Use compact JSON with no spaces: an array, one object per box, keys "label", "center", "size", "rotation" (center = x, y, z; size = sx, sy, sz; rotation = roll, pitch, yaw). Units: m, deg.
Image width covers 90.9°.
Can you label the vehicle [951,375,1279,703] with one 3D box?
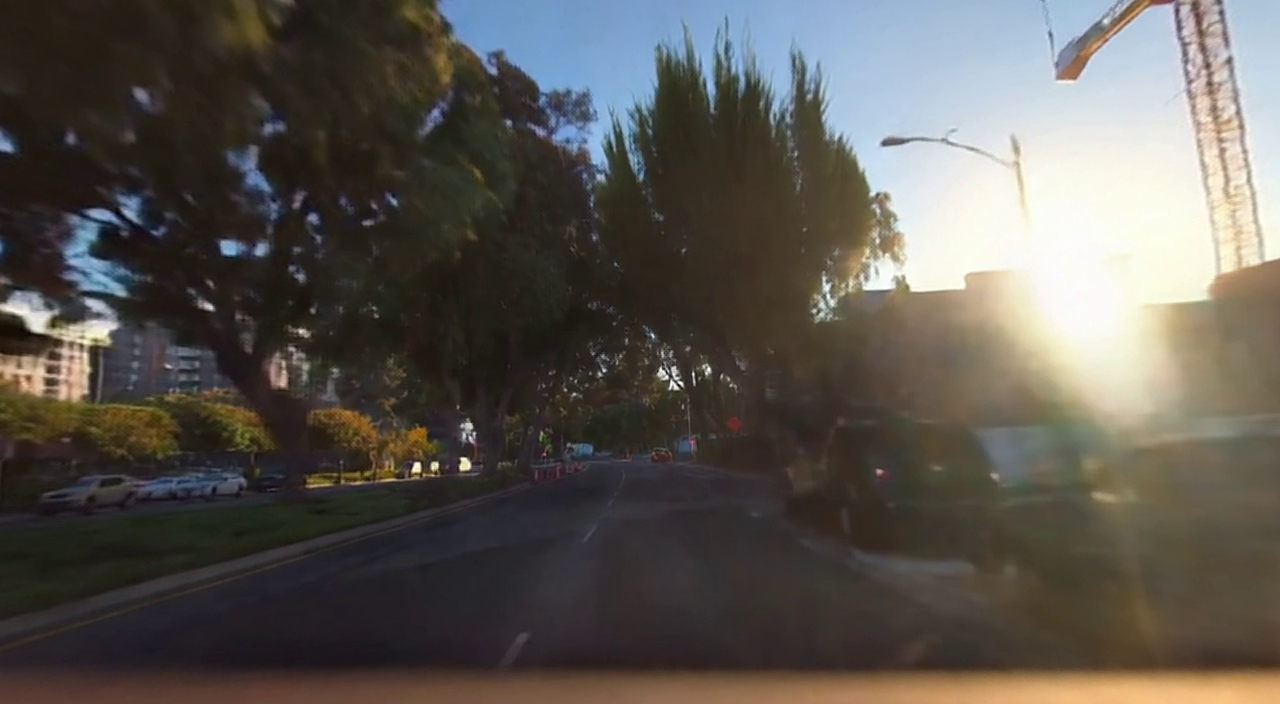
[{"label":"vehicle","center":[4.078,1.129,4.051],"size":[1.916,1.701,4.358],"rotation":[0,-9,0]}]

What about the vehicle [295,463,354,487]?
[{"label":"vehicle","center":[-22.014,8.586,44.220],"size":[1.863,1.470,4.526],"rotation":[0,-9,-1]}]

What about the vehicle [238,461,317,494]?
[{"label":"vehicle","center":[-21.667,7.509,37.956],"size":[1.941,1.743,5.264],"rotation":[0,-9,-4]}]

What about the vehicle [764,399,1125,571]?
[{"label":"vehicle","center":[4.225,2.098,10.847],"size":[2.660,1.980,6.934],"rotation":[0,-9,-1]}]

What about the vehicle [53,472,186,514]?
[{"label":"vehicle","center":[-21.529,5.820,26.350],"size":[1.834,1.441,4.416],"rotation":[0,-9,-2]}]

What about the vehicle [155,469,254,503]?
[{"label":"vehicle","center":[-21.591,6.652,31.489],"size":[1.746,1.447,4.448],"rotation":[0,-9,0]}]
